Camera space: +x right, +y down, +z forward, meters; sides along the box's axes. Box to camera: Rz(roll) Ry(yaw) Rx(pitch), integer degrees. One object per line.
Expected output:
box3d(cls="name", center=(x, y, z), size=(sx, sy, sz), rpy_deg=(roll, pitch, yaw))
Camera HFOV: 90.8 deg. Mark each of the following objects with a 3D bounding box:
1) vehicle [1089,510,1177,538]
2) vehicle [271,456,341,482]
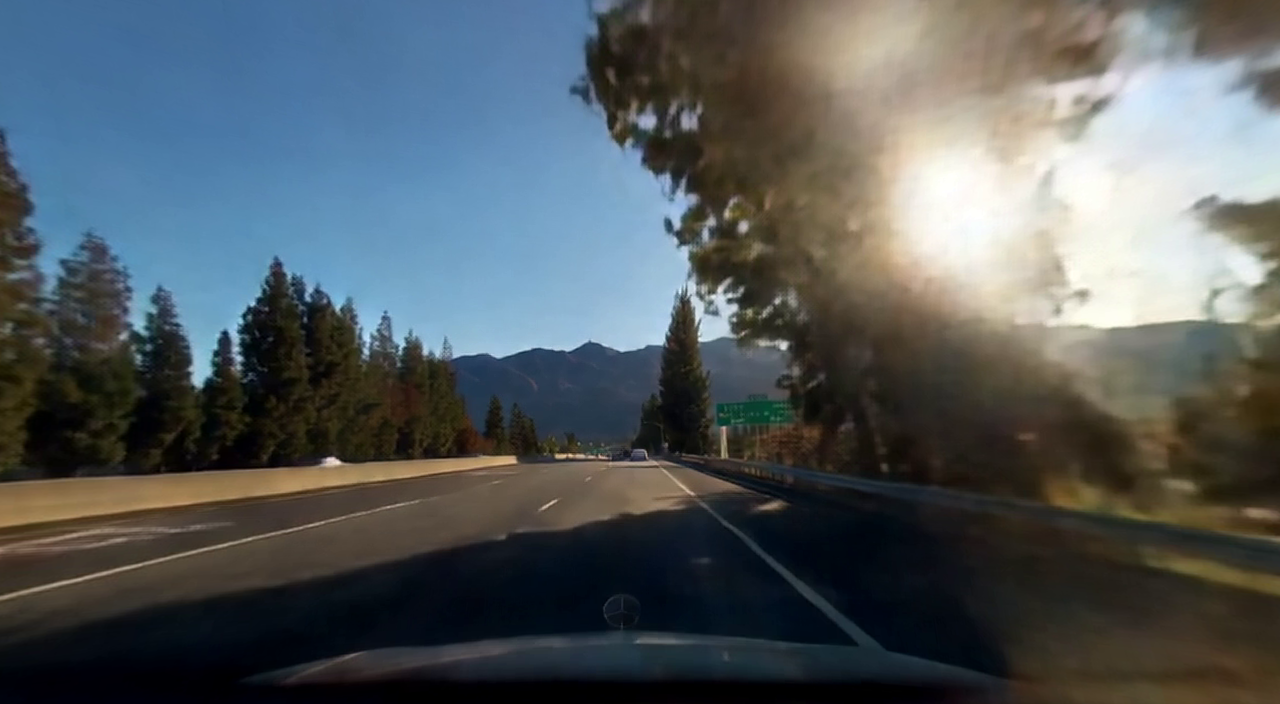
box3d(cls="vehicle", center=(36.472, 12.733, 46.800), size=(4.860, 1.747, 2.125), rpy_deg=(1, -8, -5))
box3d(cls="vehicle", center=(-21.224, 7.406, 40.354), size=(1.917, 1.480, 4.664), rpy_deg=(0, -9, 1))
